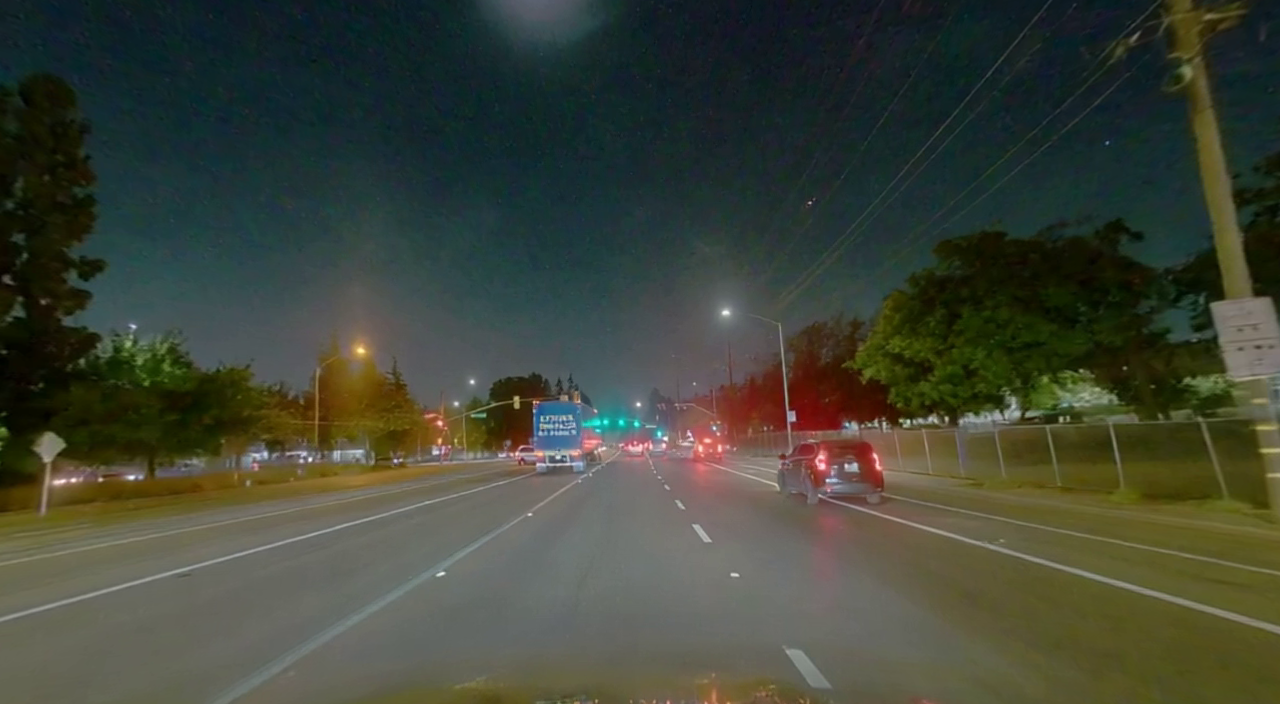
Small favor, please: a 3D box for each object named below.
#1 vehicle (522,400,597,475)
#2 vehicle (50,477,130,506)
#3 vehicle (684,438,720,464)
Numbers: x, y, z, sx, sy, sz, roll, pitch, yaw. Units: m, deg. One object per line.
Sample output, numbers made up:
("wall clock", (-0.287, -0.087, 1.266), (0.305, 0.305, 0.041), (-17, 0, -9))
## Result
("vehicle", (-3.898, 4.442, 32.670), (2.889, 3.347, 8.285), (0, -8, -1))
("vehicle", (-33.867, 8.560, 39.028), (1.715, 1.452, 3.933), (1, -8, -7))
("vehicle", (4.148, 6.704, 42.972), (2.102, 1.662, 4.533), (0, -8, 1))
